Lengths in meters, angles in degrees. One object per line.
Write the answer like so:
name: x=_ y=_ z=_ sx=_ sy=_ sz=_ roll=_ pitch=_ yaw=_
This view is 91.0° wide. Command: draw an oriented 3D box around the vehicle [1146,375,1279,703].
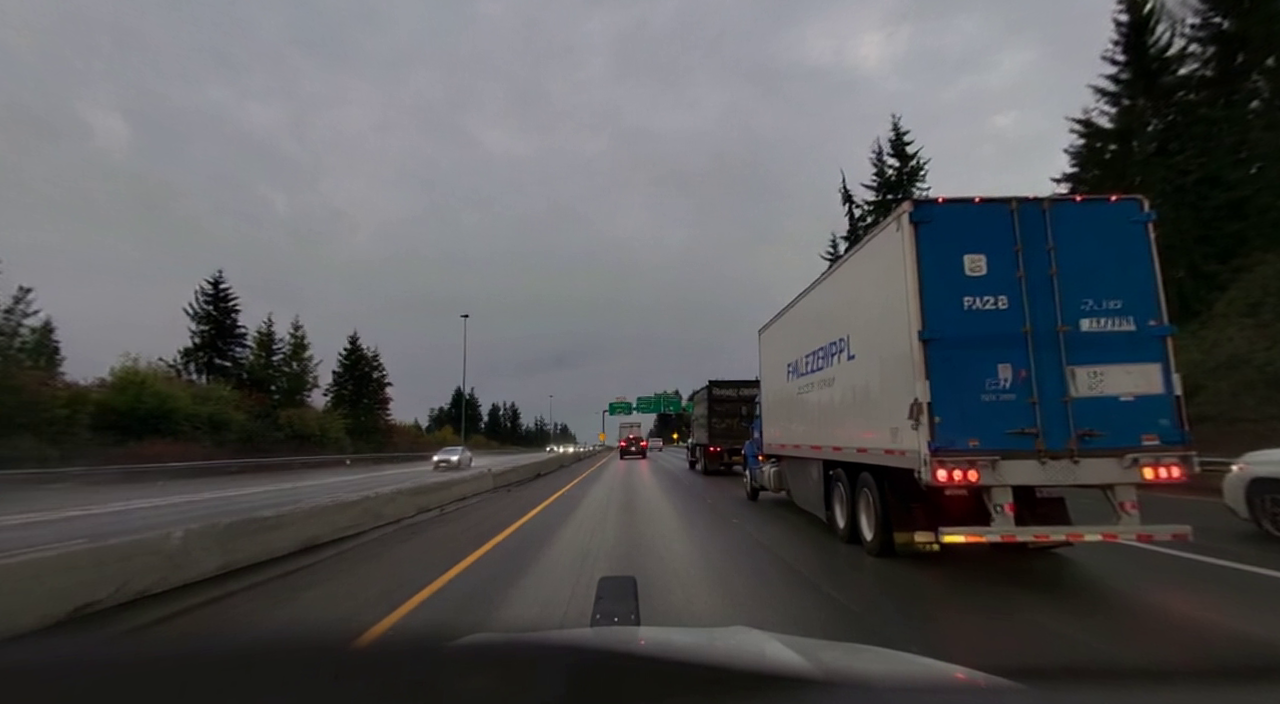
vehicle: x=4.793 y=0.919 z=3.098 sx=4.253 sy=1.543 sz=2.045 roll=4 pitch=-9 yaw=-30

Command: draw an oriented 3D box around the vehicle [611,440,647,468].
vehicle: x=-0.658 y=5.765 z=35.796 sx=1.943 sy=1.491 sz=3.459 roll=0 pitch=-8 yaw=-2

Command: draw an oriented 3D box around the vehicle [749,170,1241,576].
vehicle: x=4.257 y=0.744 z=10.819 sx=2.853 sy=4.086 sz=9.078 roll=0 pitch=-8 yaw=-1
